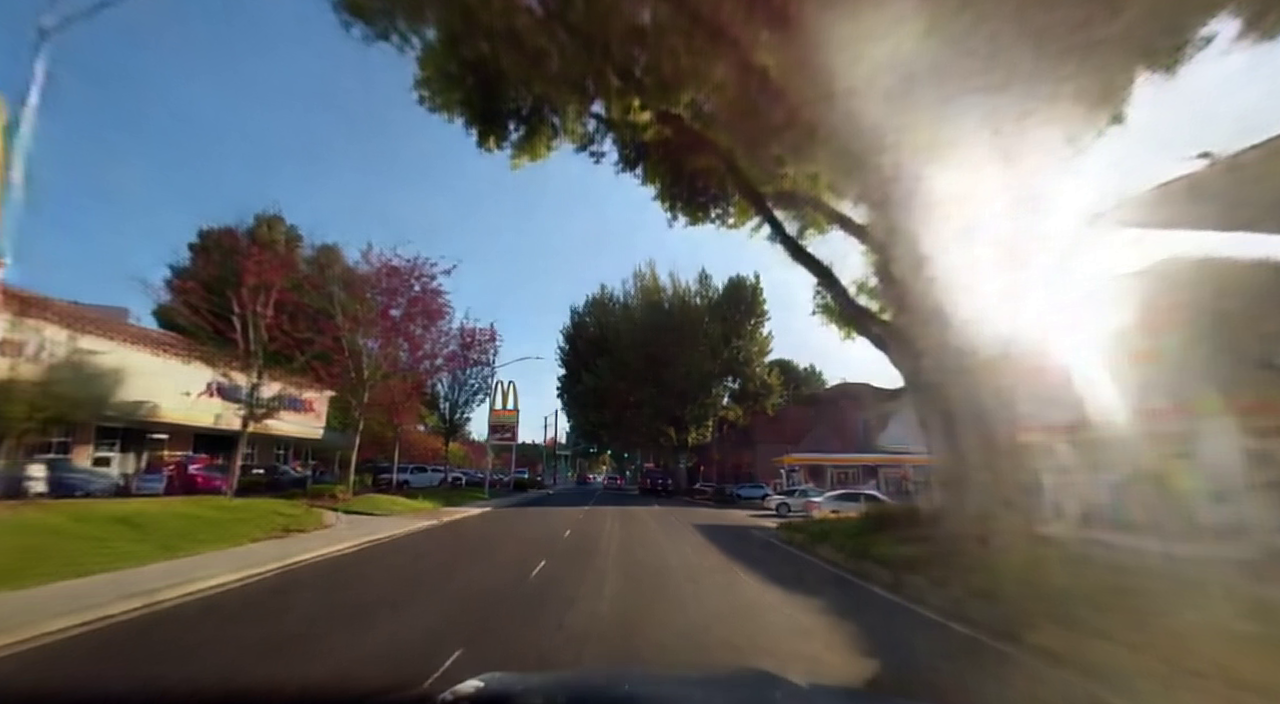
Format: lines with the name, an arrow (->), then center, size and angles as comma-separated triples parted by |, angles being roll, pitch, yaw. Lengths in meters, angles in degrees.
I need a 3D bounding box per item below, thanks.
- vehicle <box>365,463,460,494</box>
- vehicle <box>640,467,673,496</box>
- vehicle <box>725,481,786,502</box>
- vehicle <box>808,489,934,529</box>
vehicle -> -12.982, 7.254, 36.135 | 4.575, 1.641, 2.006 | 11, -15, -44
vehicle -> 1.196, 9.875, 48.296 | 2.153, 2.074, 5.188 | 1, -11, -3
vehicle -> 8.586, 10.471, 47.180 | 4.123, 1.446, 1.807 | 1, -11, -4
vehicle -> 9.240, 6.320, 25.474 | 4.316, 1.462, 1.921 | 1, -11, -3
